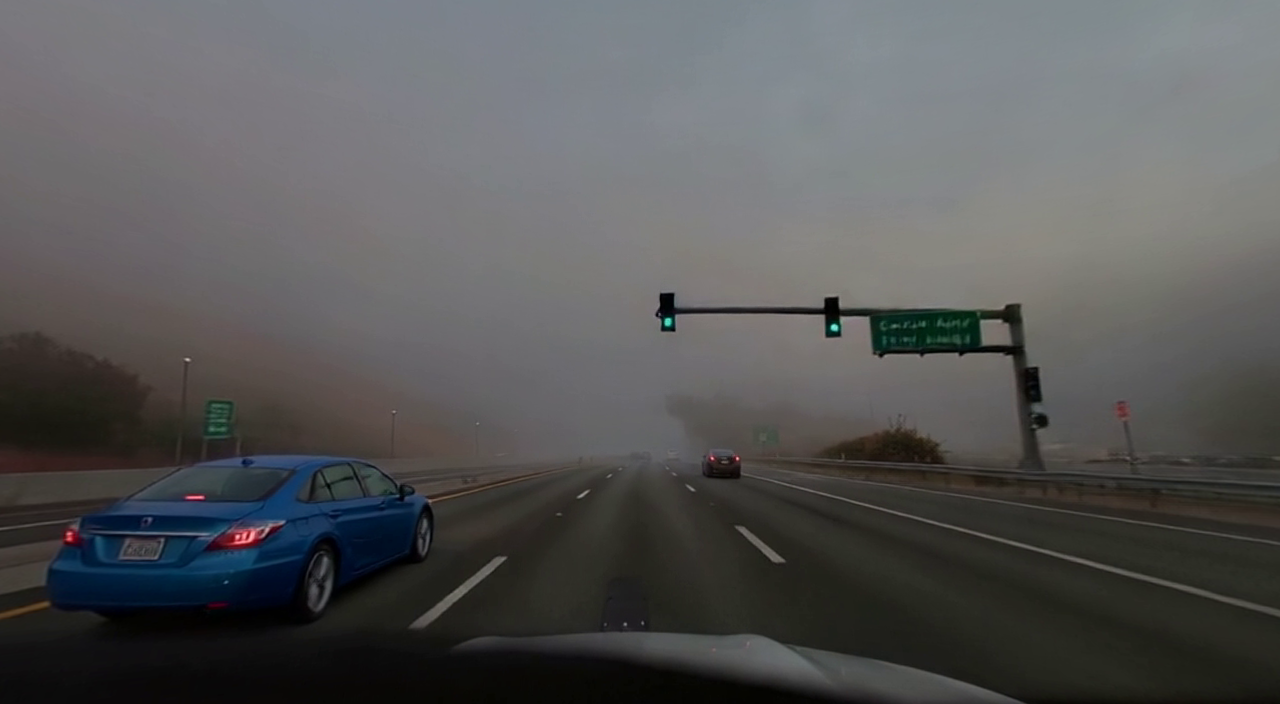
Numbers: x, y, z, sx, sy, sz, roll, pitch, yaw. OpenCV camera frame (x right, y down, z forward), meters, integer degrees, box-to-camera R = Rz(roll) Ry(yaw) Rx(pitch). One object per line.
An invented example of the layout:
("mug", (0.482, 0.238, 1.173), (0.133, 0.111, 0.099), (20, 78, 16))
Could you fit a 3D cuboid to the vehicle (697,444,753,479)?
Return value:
("vehicle", (3.869, 5.067, 29.414), (1.916, 1.469, 4.481), (0, -8, 0))
